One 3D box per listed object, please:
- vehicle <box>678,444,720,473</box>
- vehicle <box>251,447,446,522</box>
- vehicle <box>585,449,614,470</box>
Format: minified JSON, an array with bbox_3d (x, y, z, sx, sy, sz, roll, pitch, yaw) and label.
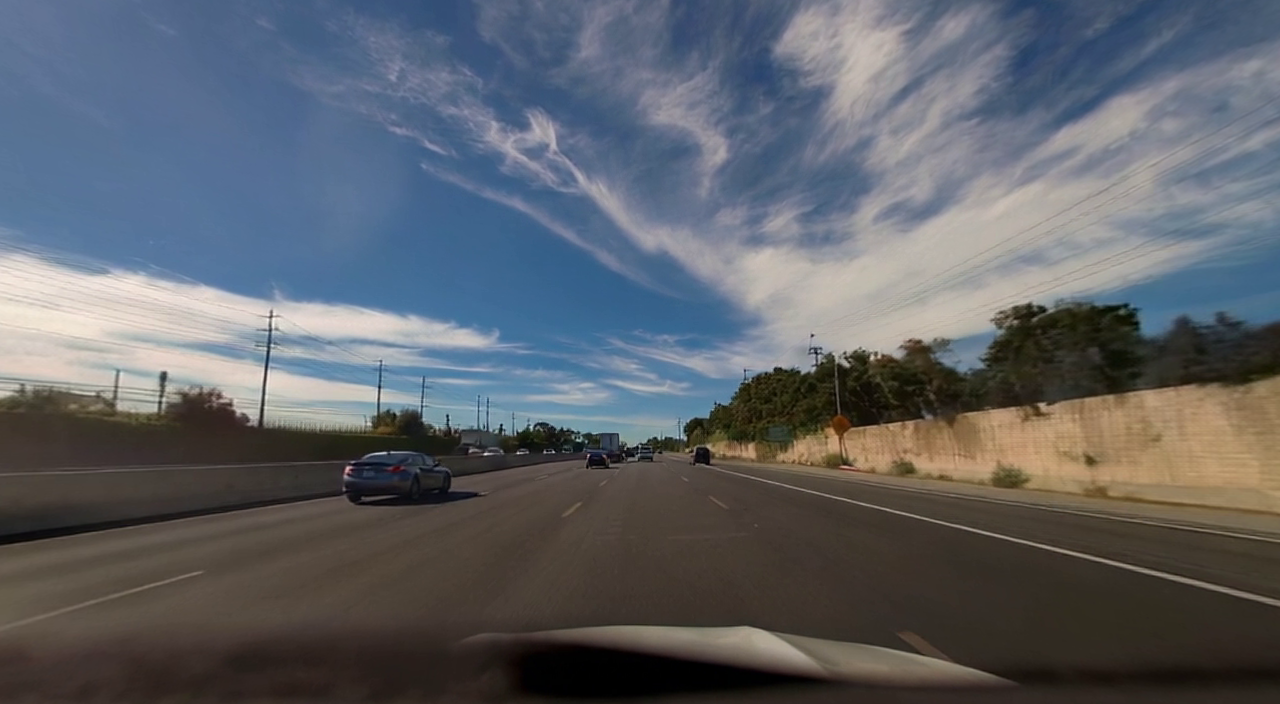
[{"bbox_3d":[3.859,7.048,41.816,2.214,1.799,4.627,0,-9,-1],"label":"vehicle"},{"bbox_3d":[-6.476,2.984,14.844,2.127,1.446,5.008,0,-9,1],"label":"vehicle"},{"bbox_3d":[-3.084,8.262,48.577,2.004,1.498,4.043,0,-9,0],"label":"vehicle"}]
